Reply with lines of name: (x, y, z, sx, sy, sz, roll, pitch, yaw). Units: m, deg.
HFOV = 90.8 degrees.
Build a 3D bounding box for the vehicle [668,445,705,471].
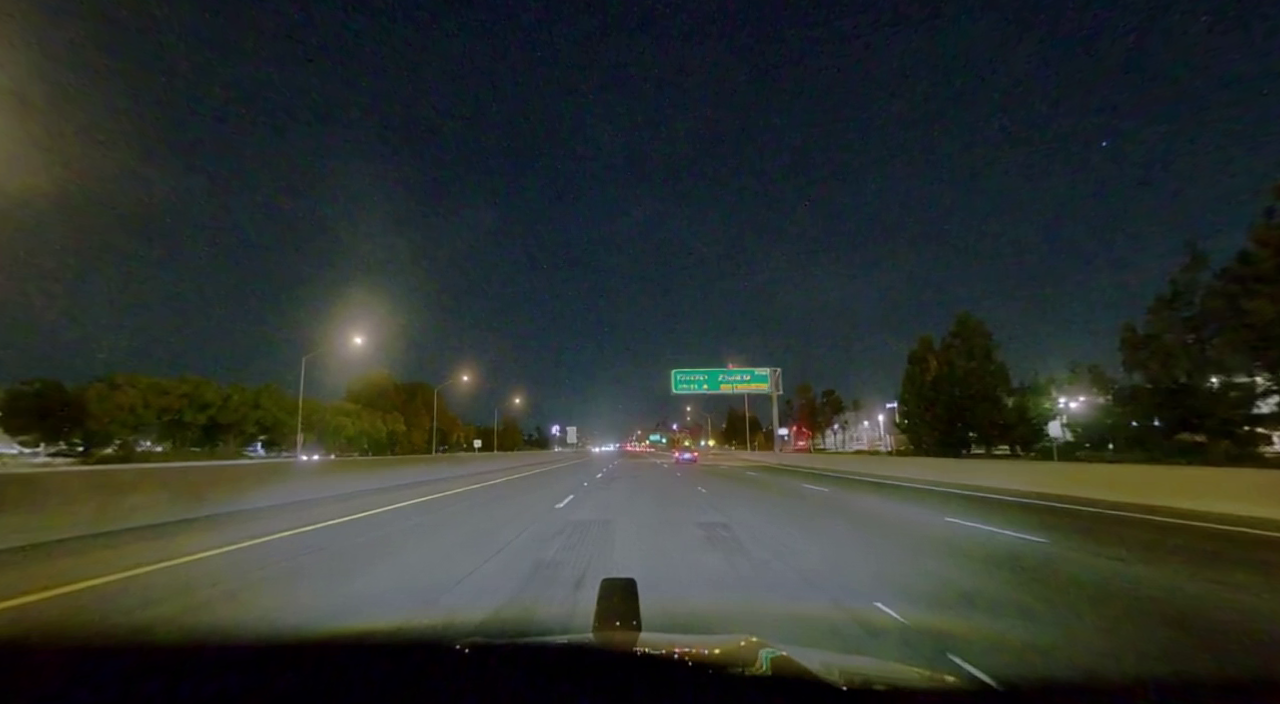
vehicle: (3.195, 7.395, 44.220, 2.083, 1.643, 4.565, 1, -8, -2)
